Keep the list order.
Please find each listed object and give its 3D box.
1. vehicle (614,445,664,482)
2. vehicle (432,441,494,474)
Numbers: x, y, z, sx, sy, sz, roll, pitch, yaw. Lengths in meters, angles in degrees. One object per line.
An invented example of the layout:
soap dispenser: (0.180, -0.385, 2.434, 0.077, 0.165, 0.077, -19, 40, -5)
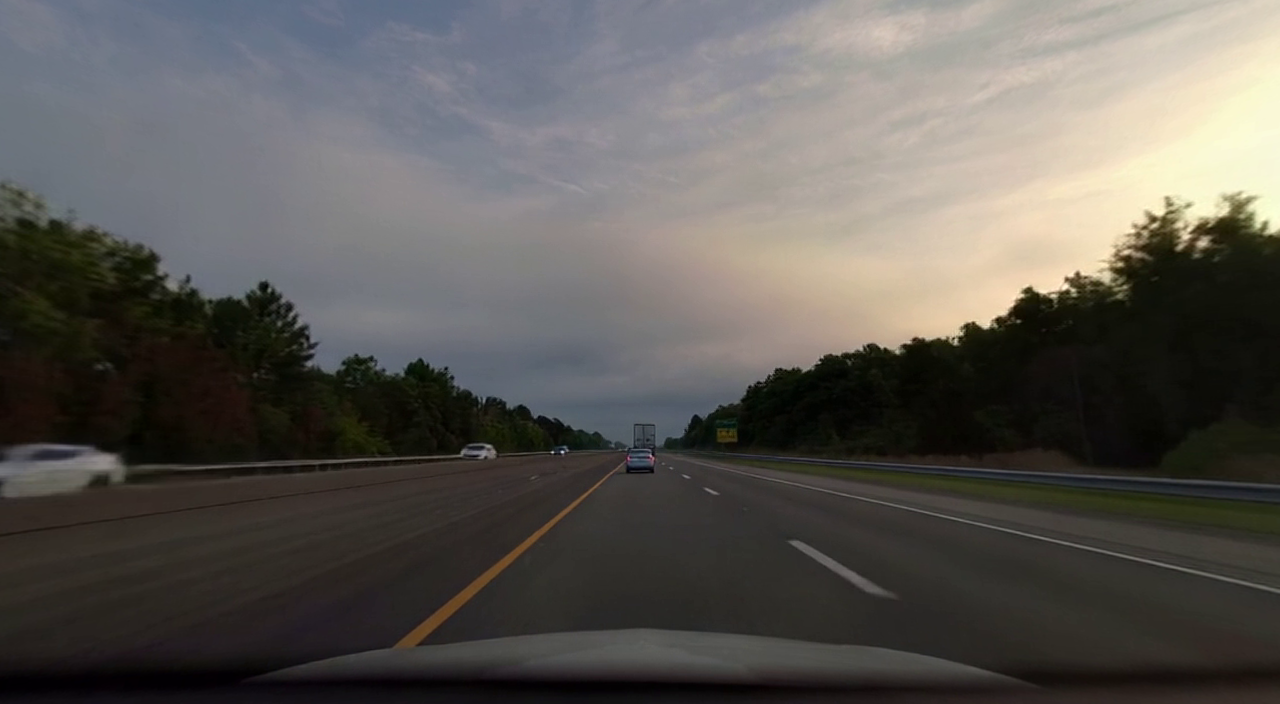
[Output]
vehicle: (-0.063, 4.982, 28.448, 2.114, 1.523, 4.012, 0, -9, -1)
vehicle: (-9.301, 5.588, 33.538, 2.026, 1.640, 4.267, 0, -9, 1)
